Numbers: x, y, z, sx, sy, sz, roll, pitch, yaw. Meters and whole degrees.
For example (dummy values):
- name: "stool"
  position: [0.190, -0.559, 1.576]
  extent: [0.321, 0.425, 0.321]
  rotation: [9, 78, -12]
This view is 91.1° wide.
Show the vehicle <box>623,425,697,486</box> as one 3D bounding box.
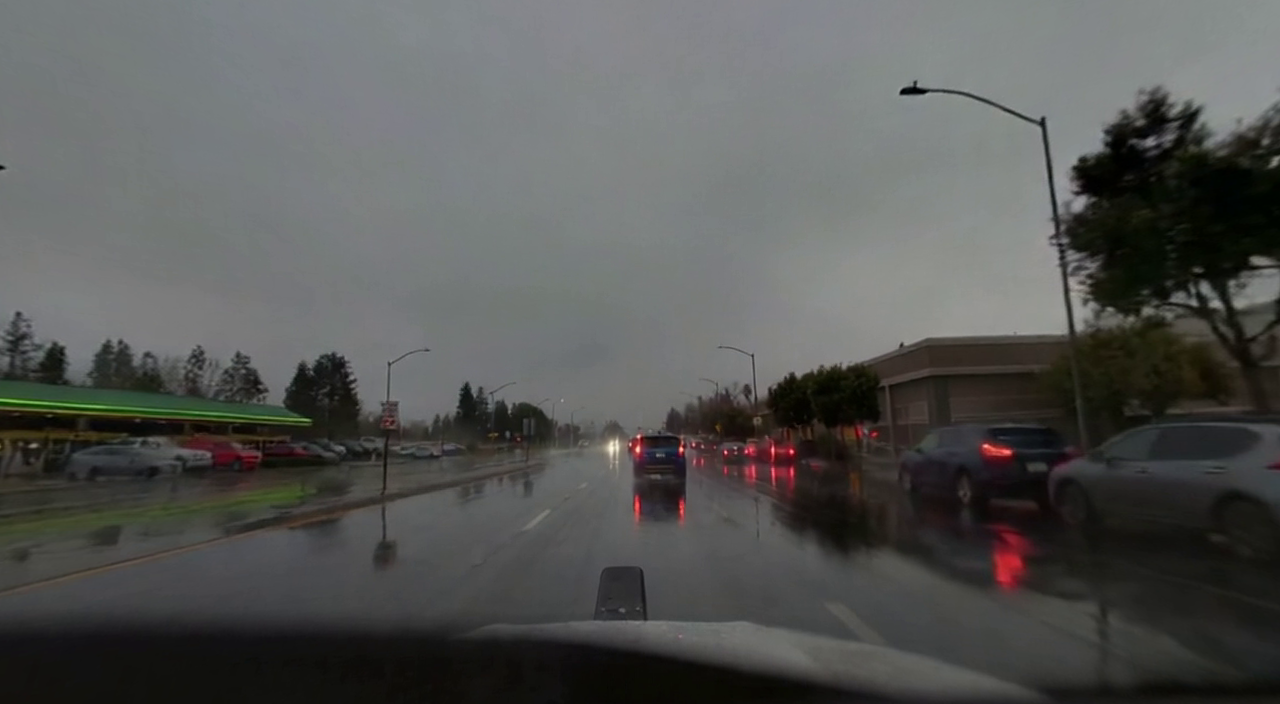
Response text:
- name: "vehicle"
  position: [0.690, 3.604, 22.186]
  extent: [2.317, 1.857, 5.150]
  rotation: [0, -8, 2]

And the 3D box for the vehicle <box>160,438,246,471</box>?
- name: "vehicle"
  position: [-25.818, 6.033, 37.301]
  extent: [2.044, 1.695, 4.619]
  rotation: [-1, -7, -5]

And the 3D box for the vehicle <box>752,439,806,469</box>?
- name: "vehicle"
  position: [7.492, 5.527, 34.216]
  extent: [1.818, 1.459, 4.806]
  rotation: [1, -8, 0]

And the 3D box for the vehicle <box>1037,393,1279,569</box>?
- name: "vehicle"
  position: [7.387, 1.510, 7.660]
  extent: [1.970, 1.744, 4.662]
  rotation: [1, -9, -1]

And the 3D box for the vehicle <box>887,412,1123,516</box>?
- name: "vehicle"
  position: [7.298, 2.310, 13.333]
  extent: [2.032, 1.776, 4.782]
  rotation: [1, -9, -1]

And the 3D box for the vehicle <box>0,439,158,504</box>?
- name: "vehicle"
  position: [-17.669, 3.560, 19.263]
  extent: [1.995, 1.740, 4.673]
  rotation: [0, -8, 0]

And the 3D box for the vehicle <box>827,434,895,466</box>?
- name: "vehicle"
  position: [12.832, 5.727, 36.822]
  extent: [2.019, 1.711, 4.862]
  rotation: [1, -9, -3]
